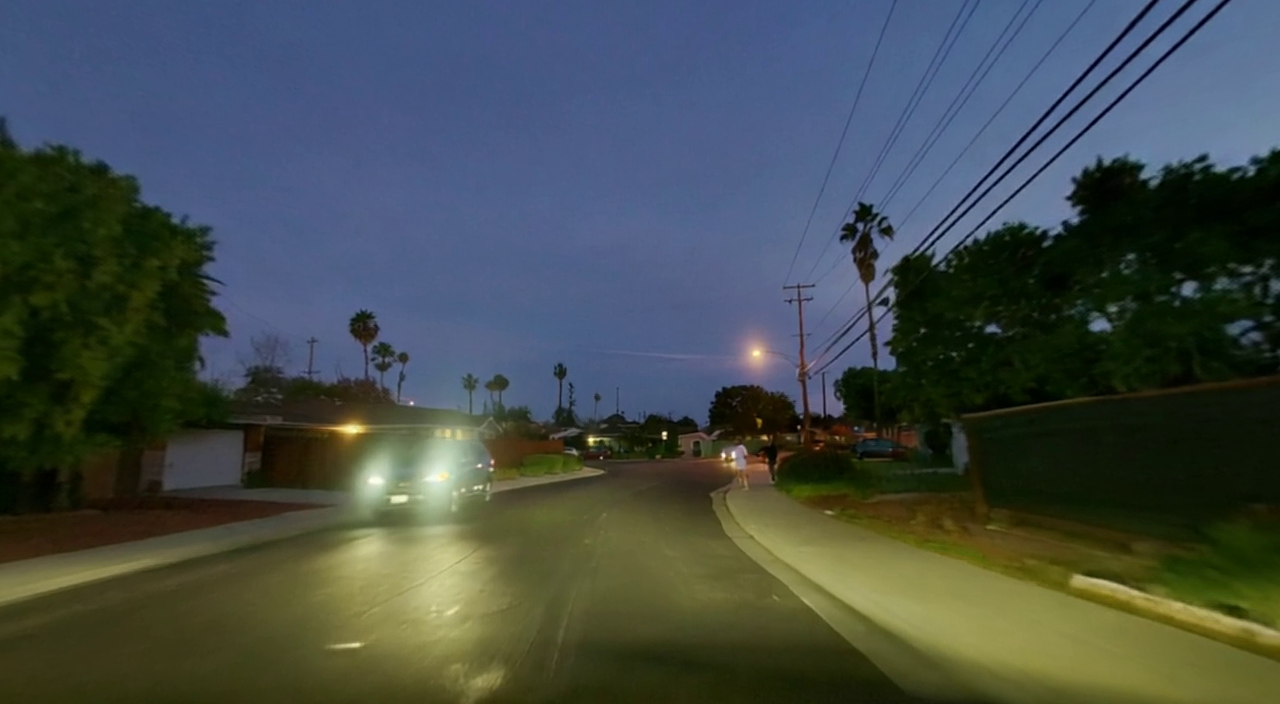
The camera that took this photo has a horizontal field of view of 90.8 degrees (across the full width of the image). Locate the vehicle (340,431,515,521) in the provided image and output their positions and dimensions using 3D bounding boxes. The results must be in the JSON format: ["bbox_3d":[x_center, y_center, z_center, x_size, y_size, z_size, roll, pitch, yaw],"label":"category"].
[{"bbox_3d":[-4.692,2.831,14.892,2.208,1.758,4.529,-1,-9,5],"label":"vehicle"}]
